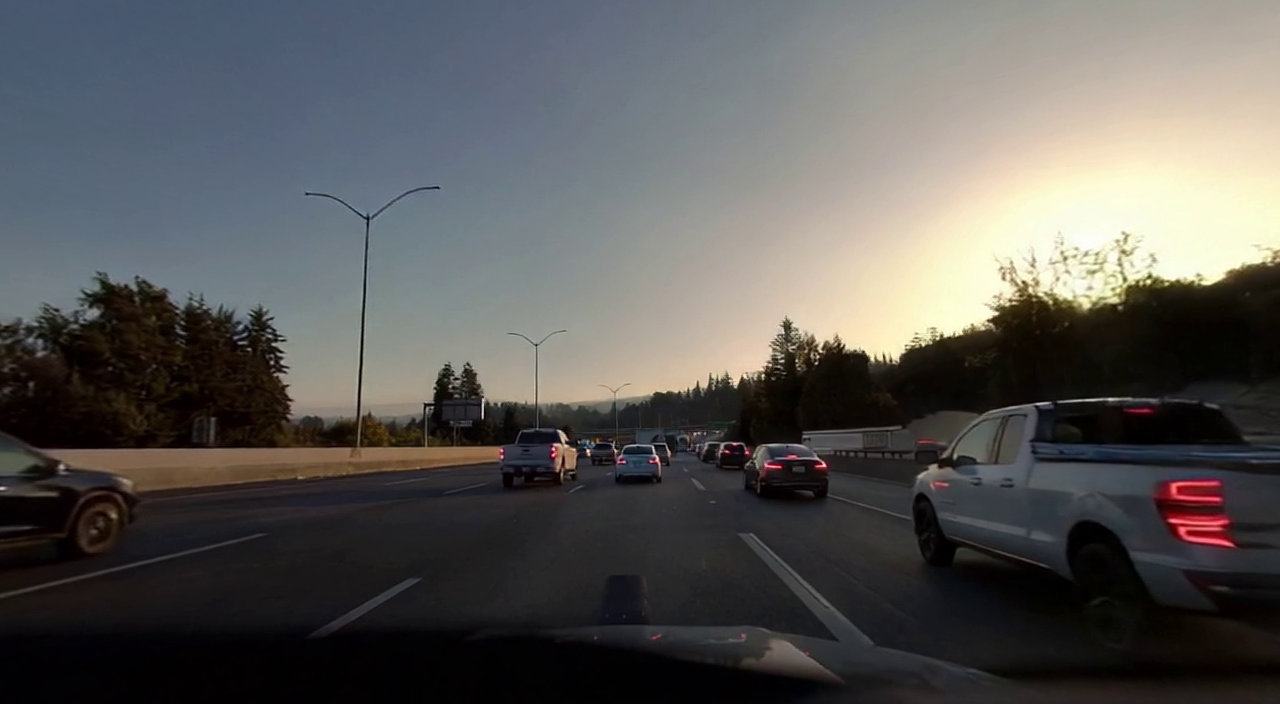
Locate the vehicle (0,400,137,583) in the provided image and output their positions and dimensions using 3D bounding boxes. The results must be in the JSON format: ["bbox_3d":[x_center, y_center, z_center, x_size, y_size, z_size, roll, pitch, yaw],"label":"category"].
[{"bbox_3d":[-7.457,1.246,5.336,2.191,1.789,4.960,0,-8,2],"label":"vehicle"}]

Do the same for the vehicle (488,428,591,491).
[{"bbox_3d":[-3.284,3.701,22.177,2.395,1.892,5.995,0,-8,2],"label":"vehicle"}]

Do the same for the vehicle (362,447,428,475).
[{"bbox_3d":[-17.448,7.760,45.287,2.160,1.888,5.408,-1,-8,5],"label":"vehicle"}]

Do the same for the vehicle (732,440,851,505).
[{"bbox_3d":[3.866,3.150,17.070,1.907,1.474,4.840,0,-8,-2],"label":"vehicle"}]

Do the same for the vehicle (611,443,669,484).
[{"bbox_3d":[0.099,4.334,24.861,2.070,1.456,4.029,-1,-8,3],"label":"vehicle"}]

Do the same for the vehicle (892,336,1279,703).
[{"bbox_3d":[3.857,1.122,4.810,1.999,1.777,4.578,0,-8,1],"label":"vehicle"}]
